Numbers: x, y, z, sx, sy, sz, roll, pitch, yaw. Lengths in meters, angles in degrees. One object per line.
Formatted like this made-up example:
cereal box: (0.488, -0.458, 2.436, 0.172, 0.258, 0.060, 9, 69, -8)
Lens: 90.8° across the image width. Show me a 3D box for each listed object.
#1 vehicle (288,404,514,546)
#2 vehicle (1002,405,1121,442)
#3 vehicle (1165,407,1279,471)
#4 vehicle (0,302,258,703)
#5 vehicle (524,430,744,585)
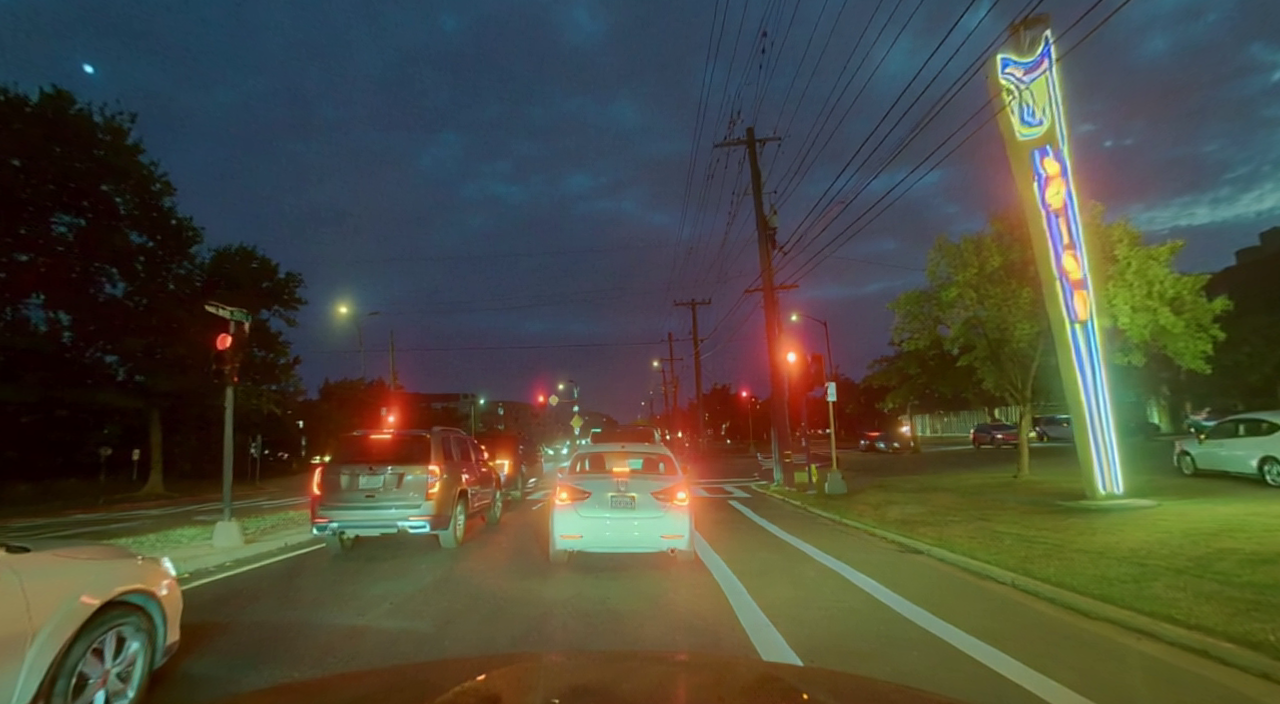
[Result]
vehicle: (-3.845, 2.083, 11.372, 2.147, 1.963, 4.927, 0, -8, 0)
vehicle: (26.888, 4.633, 40.488, 5.782, 2.286, 2.223, -1, -9, 4)
vehicle: (17.020, 2.535, 18.250, 1.858, 1.622, 4.491, -5, -10, 28)
vehicle: (-3.600, 0.638, 1.530, 2.085, 1.943, 5.053, 0, -8, 1)
vehicle: (-0.105, 1.800, 8.145, 2.121, 1.474, 3.968, 0, -8, -2)
